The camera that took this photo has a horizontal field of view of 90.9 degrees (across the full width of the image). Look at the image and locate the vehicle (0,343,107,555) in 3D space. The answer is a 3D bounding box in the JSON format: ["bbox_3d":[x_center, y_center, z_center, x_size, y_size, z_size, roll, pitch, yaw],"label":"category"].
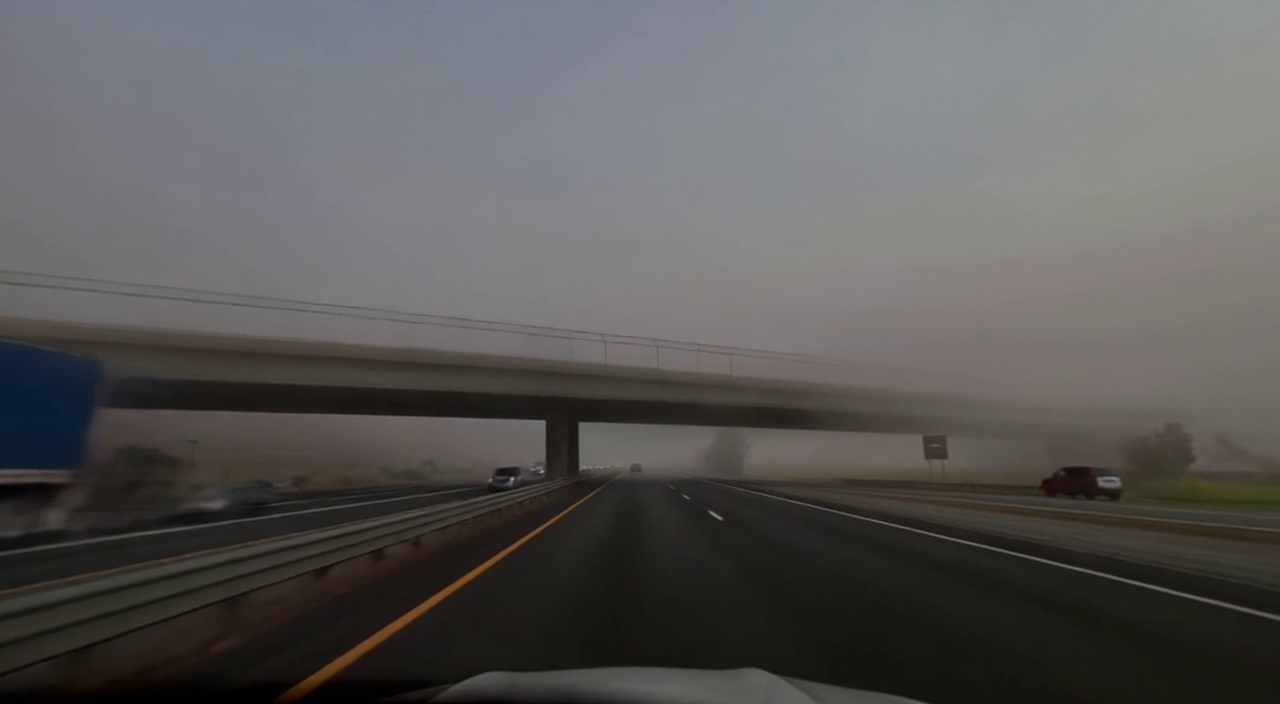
[{"bbox_3d":[-13.282,1.277,8.919,2.933,3.849,9.640,1,-10,-1],"label":"vehicle"}]

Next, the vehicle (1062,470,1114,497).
[{"bbox_3d":[29.181,8.571,41.160,1.951,1.616,4.175,-4,-11,24],"label":"vehicle"}]

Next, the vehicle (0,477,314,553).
[{"bbox_3d":[-13.260,4.225,17.523,2.628,1.252,10.954,-1,-10,0],"label":"vehicle"}]
